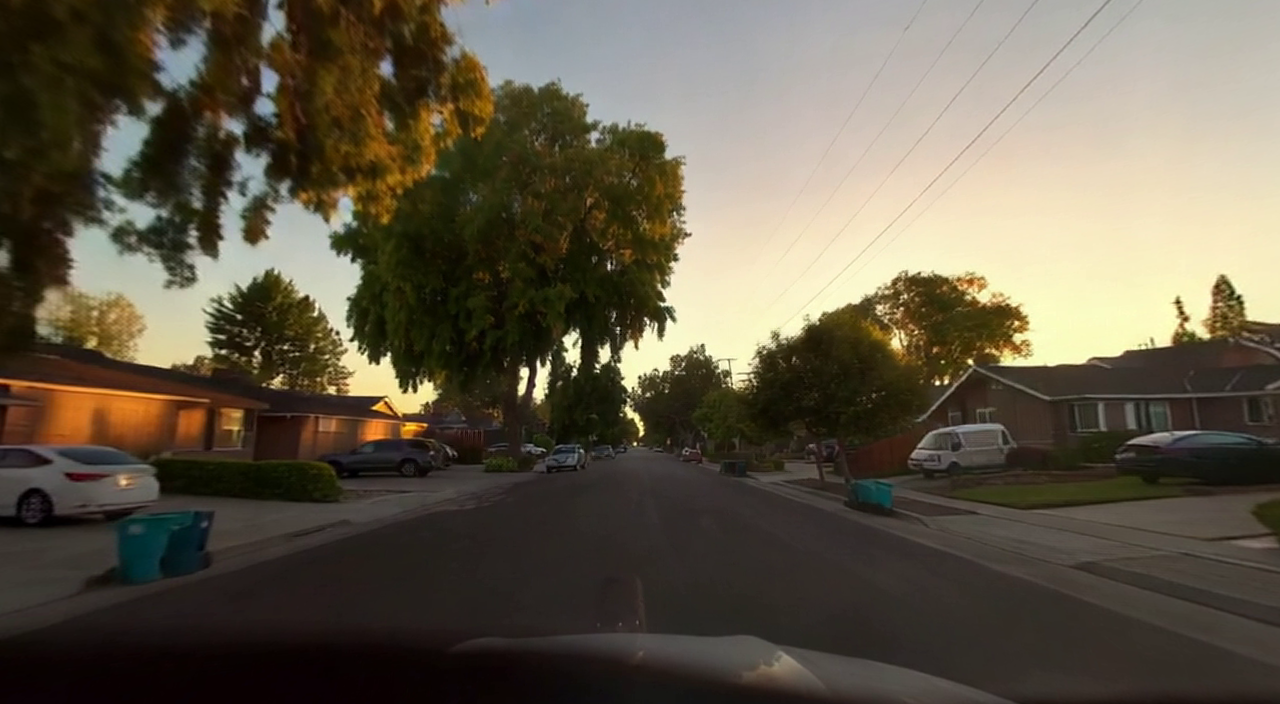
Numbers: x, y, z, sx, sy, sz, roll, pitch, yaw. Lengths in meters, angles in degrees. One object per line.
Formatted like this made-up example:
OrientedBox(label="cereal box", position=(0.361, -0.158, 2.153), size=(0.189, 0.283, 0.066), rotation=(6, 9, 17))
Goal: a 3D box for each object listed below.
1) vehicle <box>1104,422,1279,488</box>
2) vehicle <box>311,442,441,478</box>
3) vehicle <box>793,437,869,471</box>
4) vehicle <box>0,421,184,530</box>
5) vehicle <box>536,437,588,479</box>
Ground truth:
OrientedBox(label="vehicle", position=(14.850, 2.646, 16.325), size=(4.553, 1.526, 2.000), rotation=(2, -9, -16))
OrientedBox(label="vehicle", position=(-11.961, 4.917, 28.735), size=(4.977, 1.558, 2.079), rotation=(0, -9, 1))
OrientedBox(label="vehicle", position=(10.490, 5.606, 34.732), size=(3.647, 1.784, 1.650), rotation=(-1, -8, 2))
OrientedBox(label="vehicle", position=(-11.375, 2.301, 11.712), size=(4.373, 1.747, 2.029), rotation=(-3, -9, 7))
OrientedBox(label="vehicle", position=(-4.927, 6.737, 40.445), size=(2.482, 2.054, 5.323), rotation=(1, -3, 2))
